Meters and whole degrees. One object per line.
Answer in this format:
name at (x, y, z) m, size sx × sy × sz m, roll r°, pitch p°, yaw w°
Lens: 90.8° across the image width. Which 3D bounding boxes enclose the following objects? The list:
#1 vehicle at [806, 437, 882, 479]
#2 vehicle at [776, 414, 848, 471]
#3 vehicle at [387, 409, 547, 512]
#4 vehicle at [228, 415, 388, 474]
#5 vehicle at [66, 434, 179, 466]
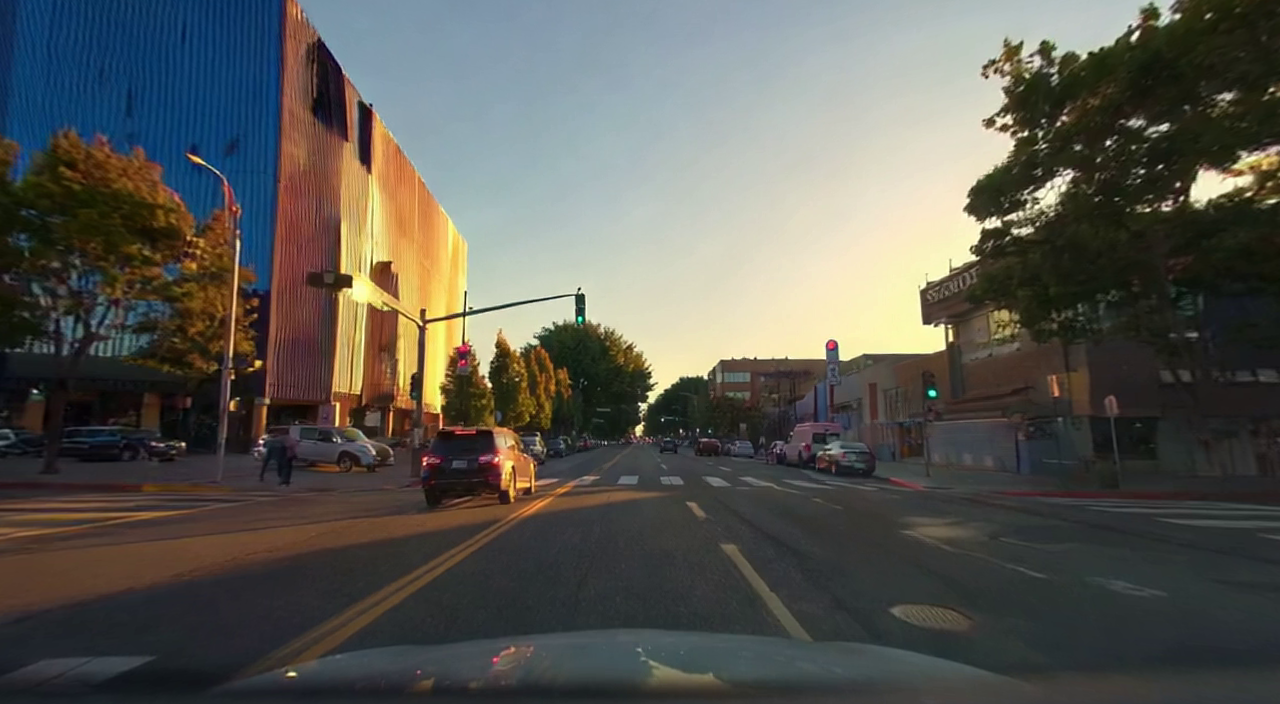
vehicle at (8.826, 4.622, 27.755) m, size 1.854 × 1.663 × 4.300 m, roll 0°, pitch -9°, yaw 0°
vehicle at (9.084, 4.895, 33.993) m, size 2.285 × 2.778 × 5.847 m, roll 0°, pitch -9°, yaw 1°
vehicle at (-3.322, 2.211, 13.187) m, size 2.002 × 1.756 × 4.366 m, roll 0°, pitch -9°, yaw 1°
vehicle at (-13.524, 3.806, 26.044) m, size 5.188 × 2.293 × 2.381 m, roll 0°, pitch -9°, yaw -1°
vehicle at (-25.220, 4.769, 30.857) m, size 3.998 × 1.423 × 1.754 m, roll 0°, pitch -6°, yaw 2°
